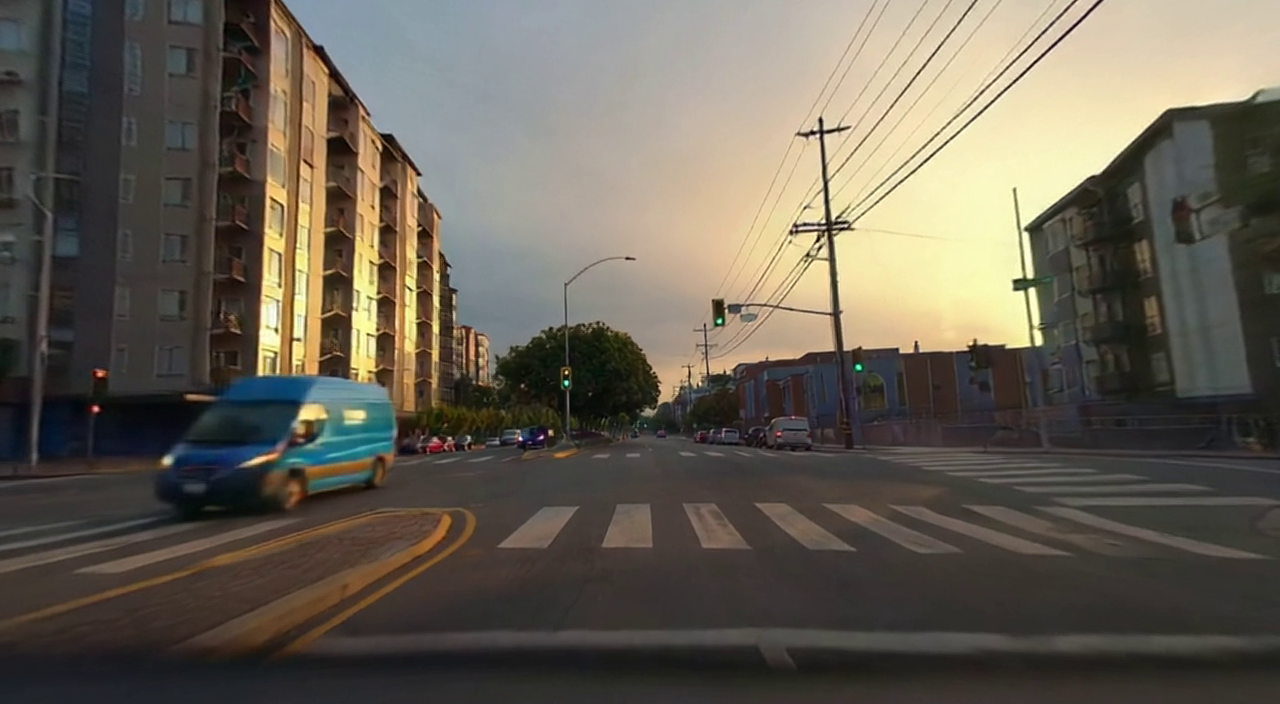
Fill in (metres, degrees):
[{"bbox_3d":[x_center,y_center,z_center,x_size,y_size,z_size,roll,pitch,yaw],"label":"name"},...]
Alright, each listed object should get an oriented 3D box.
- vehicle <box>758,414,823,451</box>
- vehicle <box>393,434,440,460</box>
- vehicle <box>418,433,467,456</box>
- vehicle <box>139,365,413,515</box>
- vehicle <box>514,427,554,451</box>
[{"bbox_3d":[7.329,4.039,31.348,1.996,1.704,4.490,0,-8,-2],"label":"vehicle"},{"bbox_3d":[-15.006,6.346,42.579,1.879,1.507,3.745,0,-6,-2],"label":"vehicle"},{"bbox_3d":[-15.015,7.070,48.365,2.124,1.626,4.908,0,-8,1],"label":"vehicle"},{"bbox_3d":[-6.982,1.778,13.178,2.515,2.476,5.364,0,-7,-1],"label":"vehicle"},{"bbox_3d":[-7.699,6.412,46.351,2.180,1.608,4.321,0,-8,0],"label":"vehicle"}]
